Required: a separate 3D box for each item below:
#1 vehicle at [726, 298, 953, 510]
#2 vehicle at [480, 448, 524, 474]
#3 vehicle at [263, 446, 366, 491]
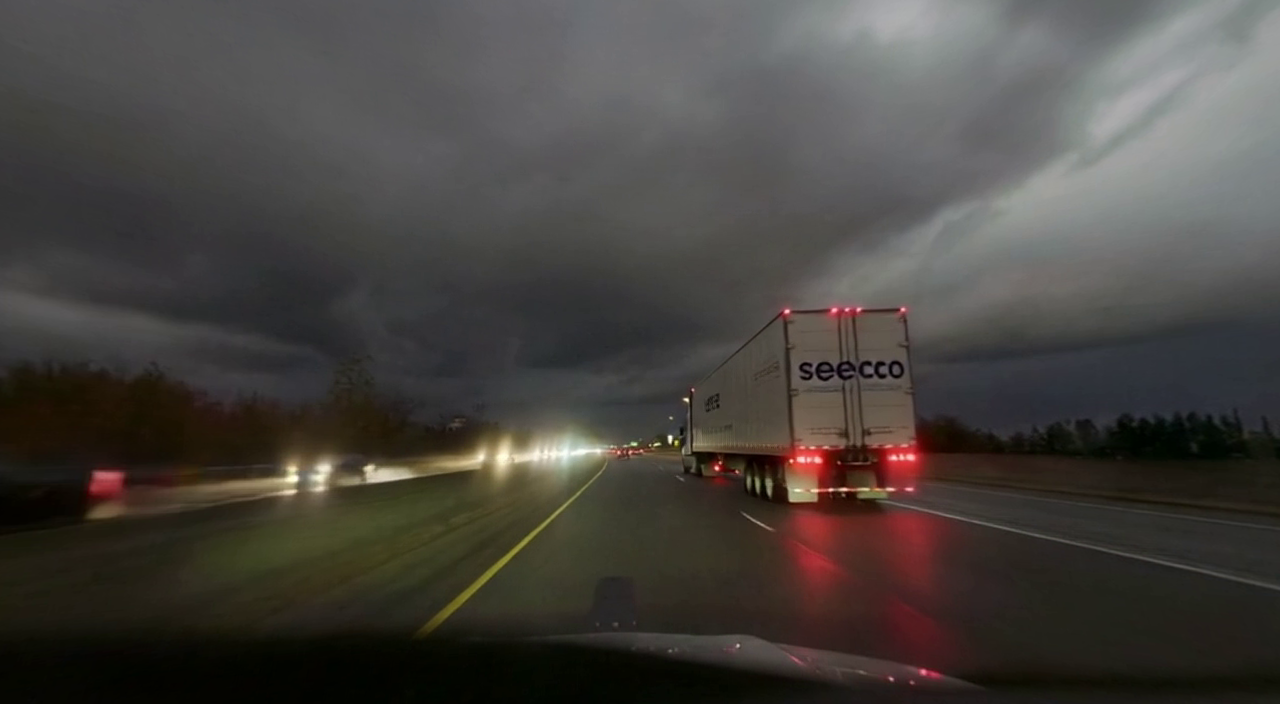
[{"bbox_3d":[4.229,1.545,15.816,2.892,3.928,8.380,-1,-9,0],"label":"vehicle"},{"bbox_3d":[-9.137,7.219,41.737,1.978,1.570,4.487,0,-9,-1],"label":"vehicle"},{"bbox_3d":[-13.806,4.922,26.950,2.038,1.718,4.474,0,-9,-1],"label":"vehicle"}]
